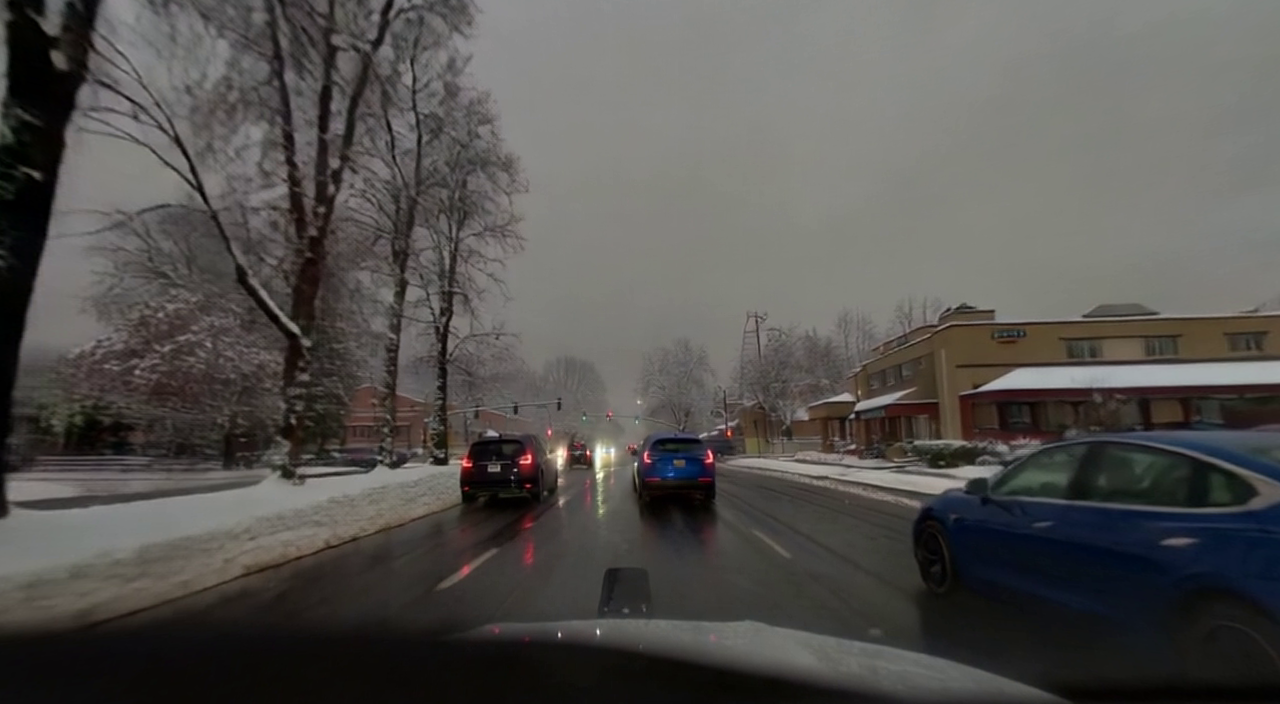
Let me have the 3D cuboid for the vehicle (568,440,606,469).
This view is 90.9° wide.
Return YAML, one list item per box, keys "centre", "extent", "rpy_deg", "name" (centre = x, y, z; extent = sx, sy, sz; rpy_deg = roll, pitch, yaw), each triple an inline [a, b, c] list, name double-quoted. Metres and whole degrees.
- centre: [-3.340, 6.548, 40.396]
  extent: [2.014, 1.755, 4.360]
  rpy_deg: [0, -9, 0]
  name: "vehicle"

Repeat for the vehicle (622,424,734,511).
- centre: [0.712, 2.700, 15.121]
  extent: [2.280, 1.747, 4.361]
  rpy_deg: [0, -9, -2]
  name: "vehicle"

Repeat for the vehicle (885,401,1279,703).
- centre: [3.509, 1.174, 3.966]
  extent: [2.017, 1.491, 4.611]
  rpy_deg: [0, -9, -1]
  name: "vehicle"

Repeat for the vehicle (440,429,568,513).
- centre: [-3.026, 2.772, 15.186]
  extent: [2.043, 1.687, 4.676]
  rpy_deg: [0, -9, 0]
  name: "vehicle"

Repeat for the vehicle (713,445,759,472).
- centre: [5.557, 6.219, 37.035]
  extent: [2.010, 1.486, 4.498]
  rpy_deg: [0, -9, 1]
  name: "vehicle"
